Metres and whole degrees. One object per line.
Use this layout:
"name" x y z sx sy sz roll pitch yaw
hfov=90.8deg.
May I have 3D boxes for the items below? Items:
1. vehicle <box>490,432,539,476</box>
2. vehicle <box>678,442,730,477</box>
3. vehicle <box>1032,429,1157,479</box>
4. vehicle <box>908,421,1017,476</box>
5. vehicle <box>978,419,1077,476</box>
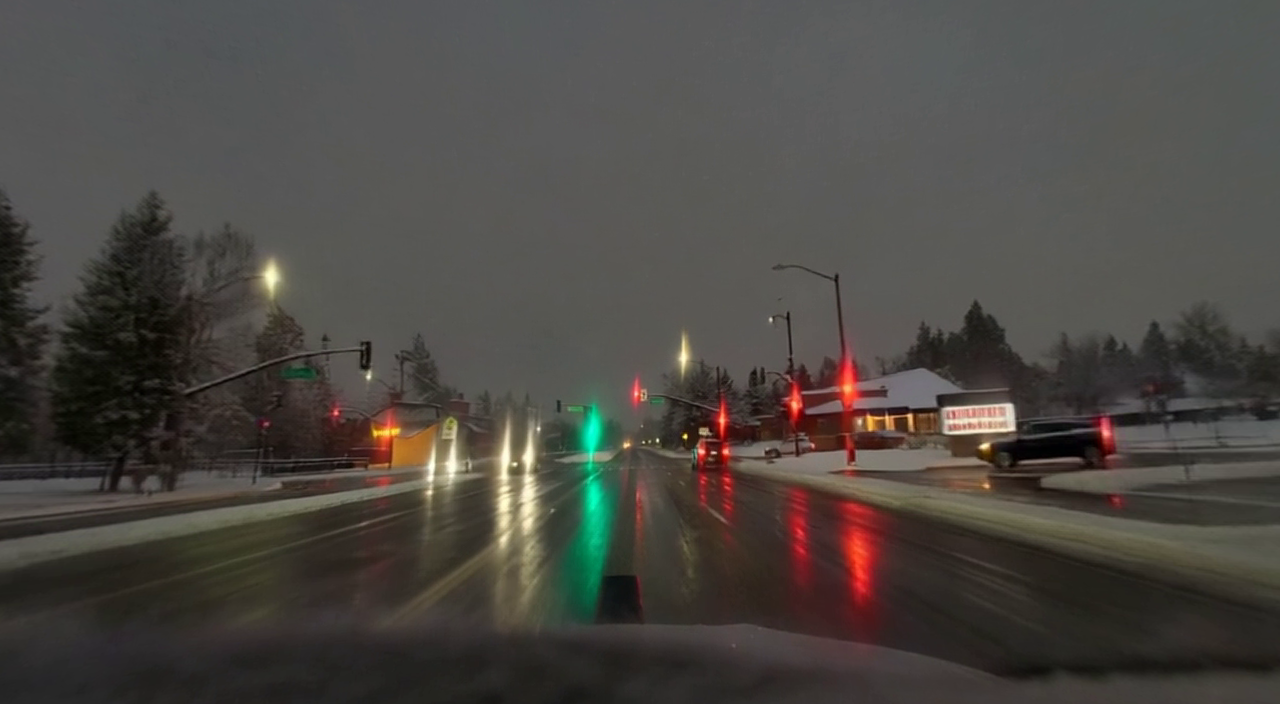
"vehicle" -6.415 5.239 32.795 2.270 2.068 5.517 1 -9 -9
"vehicle" 3.025 5.166 30.625 1.961 1.580 4.020 0 -8 -2
"vehicle" 14.950 3.330 20.786 3.552 1.484 1.883 4 -9 -29
"vehicle" 13.370 3.945 26.049 5.115 1.997 2.279 6 -13 -44
"vehicle" 14.798 3.562 24.010 2.067 1.818 4.779 -12 -12 42
